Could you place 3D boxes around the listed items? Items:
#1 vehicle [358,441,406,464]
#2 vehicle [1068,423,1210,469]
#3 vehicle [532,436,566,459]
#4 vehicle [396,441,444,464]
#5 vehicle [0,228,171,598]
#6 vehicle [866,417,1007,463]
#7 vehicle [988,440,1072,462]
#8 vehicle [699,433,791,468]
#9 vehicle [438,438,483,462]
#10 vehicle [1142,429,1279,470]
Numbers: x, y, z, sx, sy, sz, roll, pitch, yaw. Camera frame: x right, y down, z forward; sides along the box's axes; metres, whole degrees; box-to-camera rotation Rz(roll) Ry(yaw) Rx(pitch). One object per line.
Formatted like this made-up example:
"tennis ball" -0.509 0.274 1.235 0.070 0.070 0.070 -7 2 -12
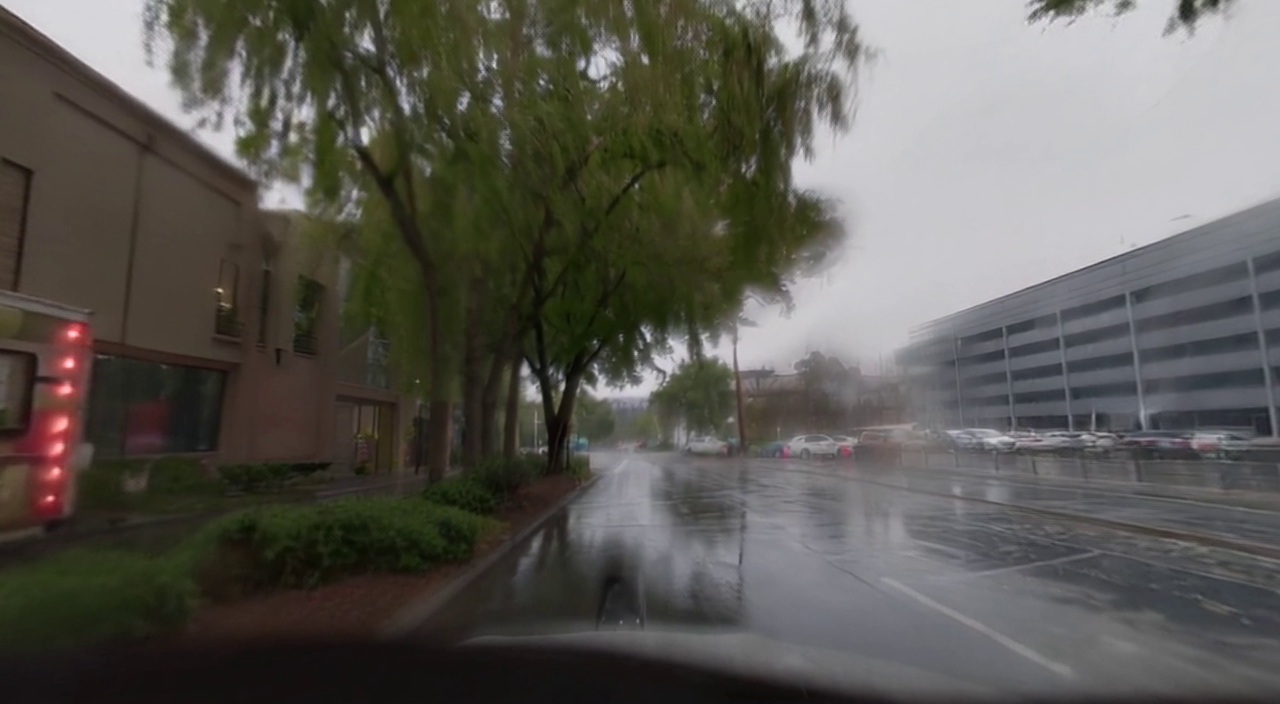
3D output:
"vehicle" -19.468 7.598 47.826 1.880 1.617 3.870 -1 -8 2
"vehicle" 26.132 4.939 33.223 5.596 2.168 2.307 2 -8 -3
"vehicle" -7.062 7.486 49.631 1.993 1.640 4.457 0 -8 0
"vehicle" -16.450 7.498 47.444 1.850 1.531 4.256 0 -7 4
"vehicle" -7.071 0.320 3.915 2.968 3.222 7.036 -1 -8 -1
"vehicle" 14.066 4.194 30.220 5.540 2.045 2.259 0 -8 -1
"vehicle" 26.954 6.865 43.745 4.558 1.452 1.790 0 -8 -1
"vehicle" 5.549 5.151 33.208 4.626 1.723 1.939 5 -10 -32
"vehicle" -13.584 7.438 48.088 1.888 1.657 4.138 0 -7 5
"vehicle" 26.908 4.583 29.810 4.591 1.808 2.016 0 -9 1
